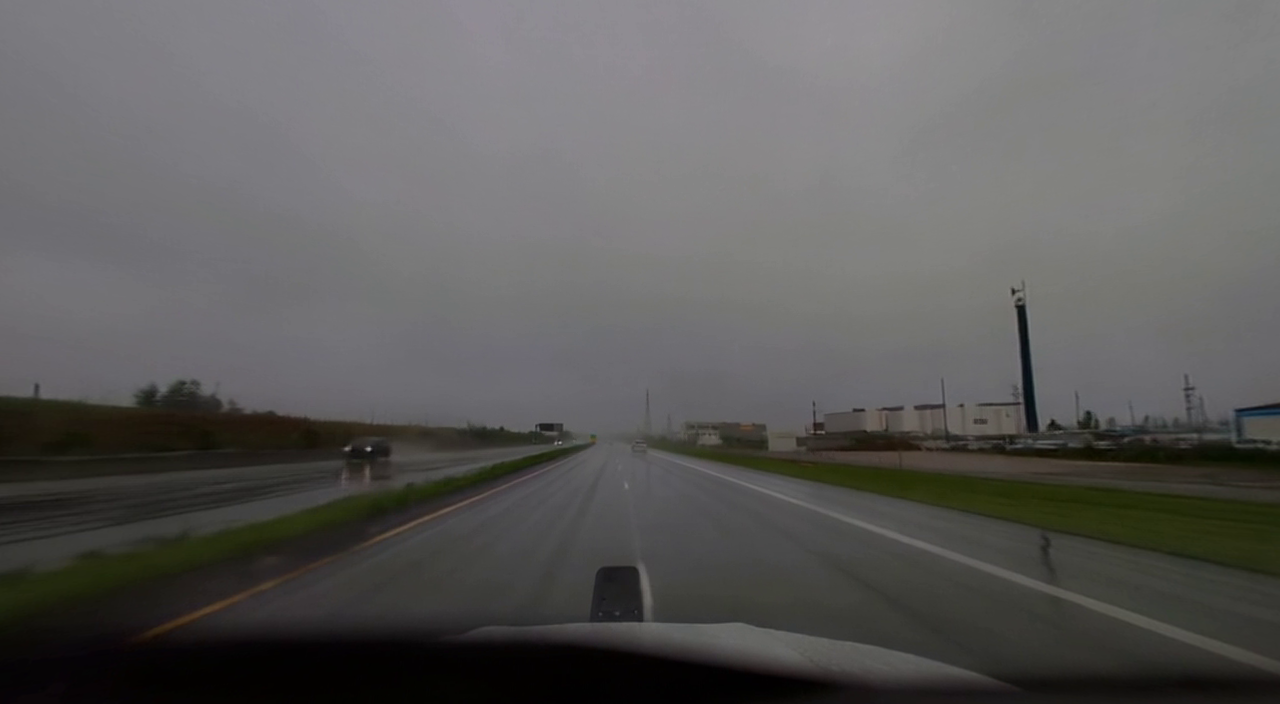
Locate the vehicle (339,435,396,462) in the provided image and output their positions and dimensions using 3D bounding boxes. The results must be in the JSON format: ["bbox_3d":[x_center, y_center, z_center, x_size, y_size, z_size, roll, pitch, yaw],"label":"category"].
[{"bbox_3d":[-17.753,6.282,41.221,1.922,1.630,4.437,0,-8,-2],"label":"vehicle"}]
